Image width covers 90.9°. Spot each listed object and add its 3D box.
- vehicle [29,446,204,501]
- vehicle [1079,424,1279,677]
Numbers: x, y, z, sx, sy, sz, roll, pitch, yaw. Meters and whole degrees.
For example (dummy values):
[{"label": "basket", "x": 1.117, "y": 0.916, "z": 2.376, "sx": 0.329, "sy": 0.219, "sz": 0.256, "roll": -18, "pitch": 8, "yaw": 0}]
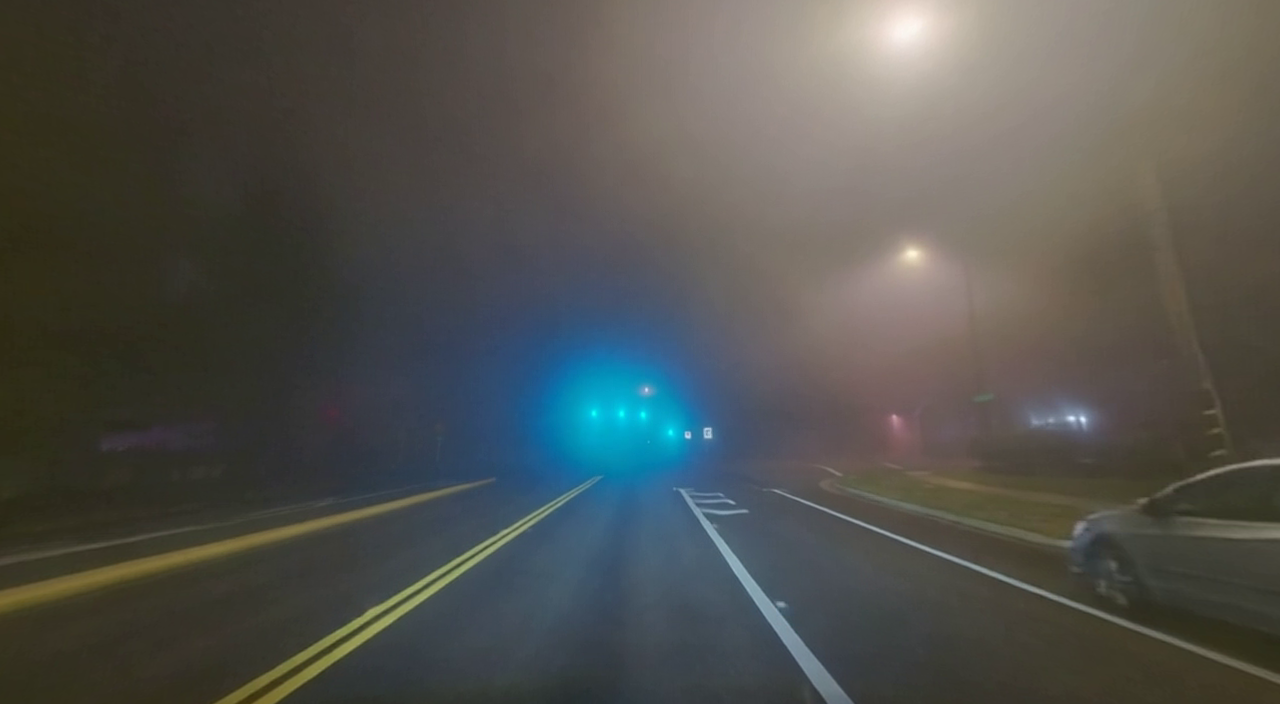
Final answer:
[{"label": "vehicle", "x": -20.720, "y": 4.792, "z": 25.130, "sx": 5.039, "sy": 2.037, "sz": 2.093, "roll": -1, "pitch": -8, "yaw": 1}, {"label": "vehicle", "x": 4.839, "y": 1.141, "z": 3.352, "sx": 1.915, "sy": 1.521, "sz": 4.375, "roll": 0, "pitch": -8, "yaw": 1}]
